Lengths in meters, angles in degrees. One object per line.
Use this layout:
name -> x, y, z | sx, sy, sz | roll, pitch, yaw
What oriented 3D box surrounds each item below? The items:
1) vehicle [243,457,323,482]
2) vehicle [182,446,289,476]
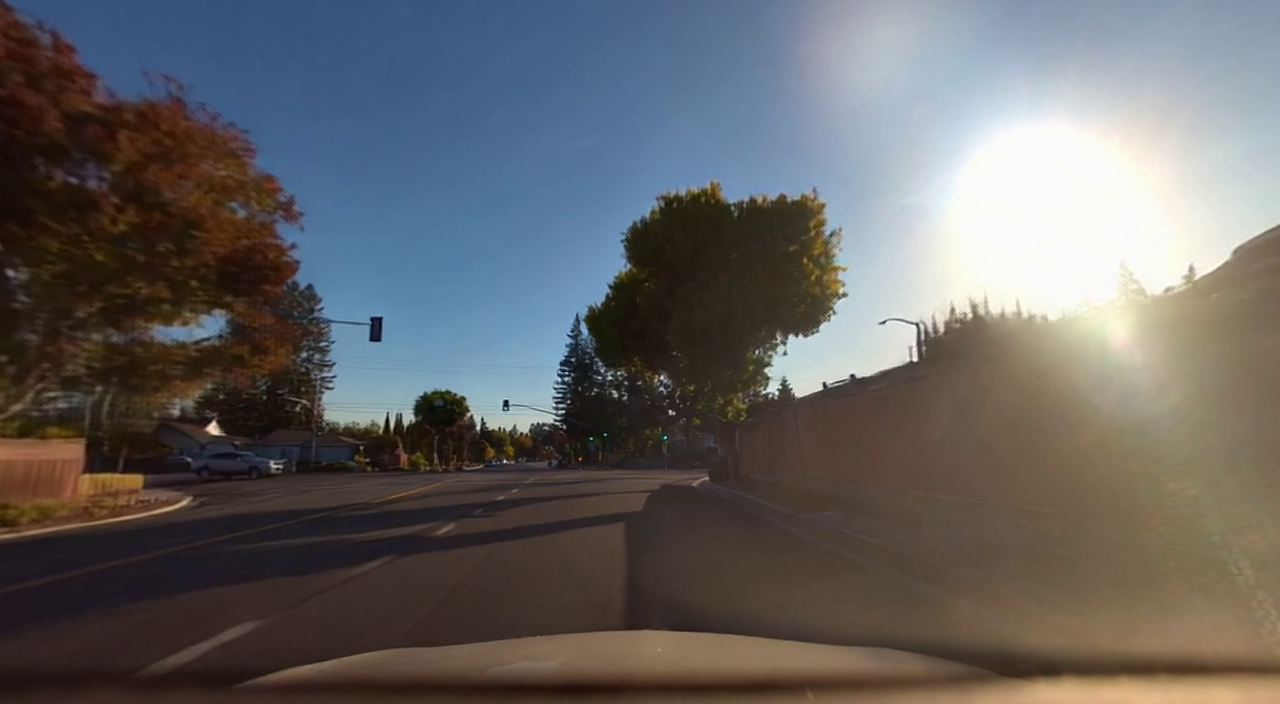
vehicle -> -26.449, 8.720, 46.846 | 4.664, 1.728, 1.959 | 1, -9, -7
vehicle -> -25.379, 6.836, 39.763 | 5.107, 1.749, 2.254 | 0, -9, -7
